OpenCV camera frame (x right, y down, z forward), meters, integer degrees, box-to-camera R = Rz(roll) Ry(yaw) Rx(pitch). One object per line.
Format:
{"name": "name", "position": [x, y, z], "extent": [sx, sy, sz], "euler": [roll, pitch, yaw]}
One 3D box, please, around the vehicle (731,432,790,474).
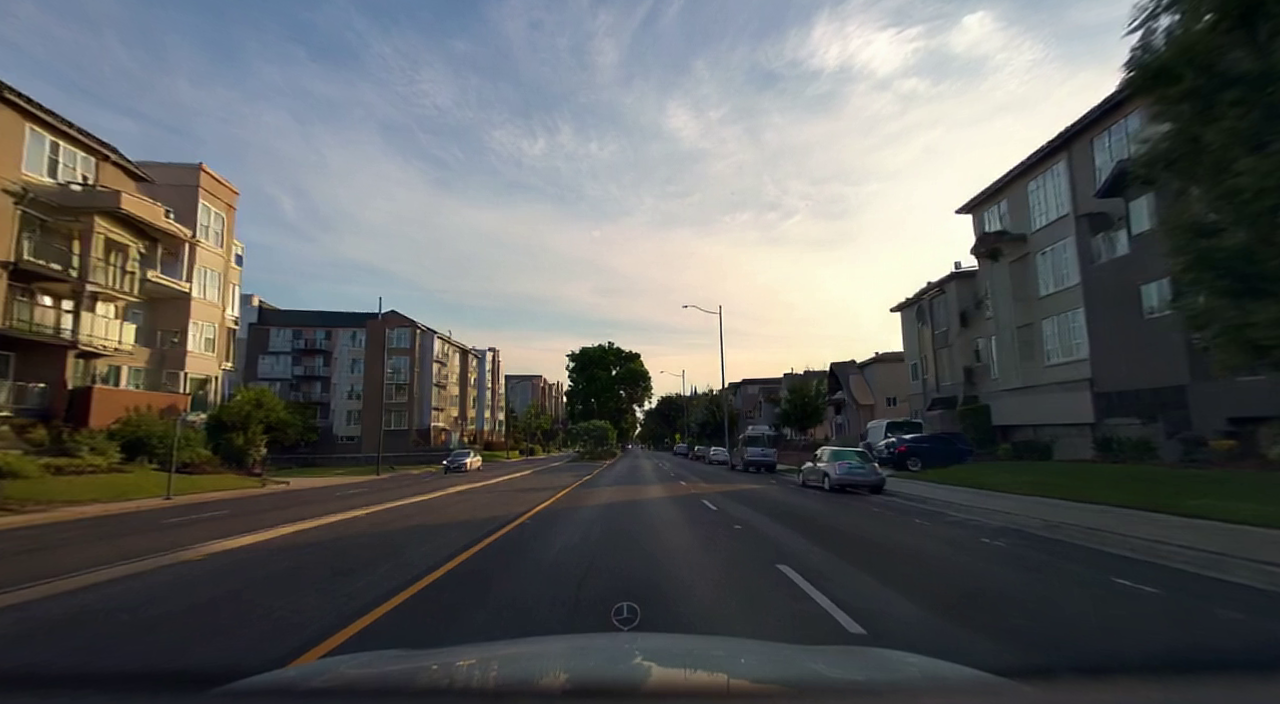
{"name": "vehicle", "position": [6.342, 5.434, 34.171], "extent": [2.267, 2.037, 6.240], "euler": [-1, -9, 3]}

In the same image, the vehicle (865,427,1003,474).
{"name": "vehicle", "position": [12.987, 4.385, 28.086], "extent": [5.117, 1.723, 1.968], "euler": [-2, -9, -5]}

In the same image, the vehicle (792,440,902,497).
{"name": "vehicle", "position": [6.174, 3.508, 19.422], "extent": [1.914, 1.517, 4.320], "euler": [0, -8, 0]}

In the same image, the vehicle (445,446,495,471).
{"name": "vehicle", "position": [-10.581, 6.628, 39.621], "extent": [1.847, 1.460, 4.294], "euler": [-1, -8, 1]}

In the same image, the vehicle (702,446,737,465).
{"name": "vehicle", "position": [6.148, 8.047, 49.370], "extent": [2.013, 1.408, 5.011], "euler": [0, -9, -1]}
